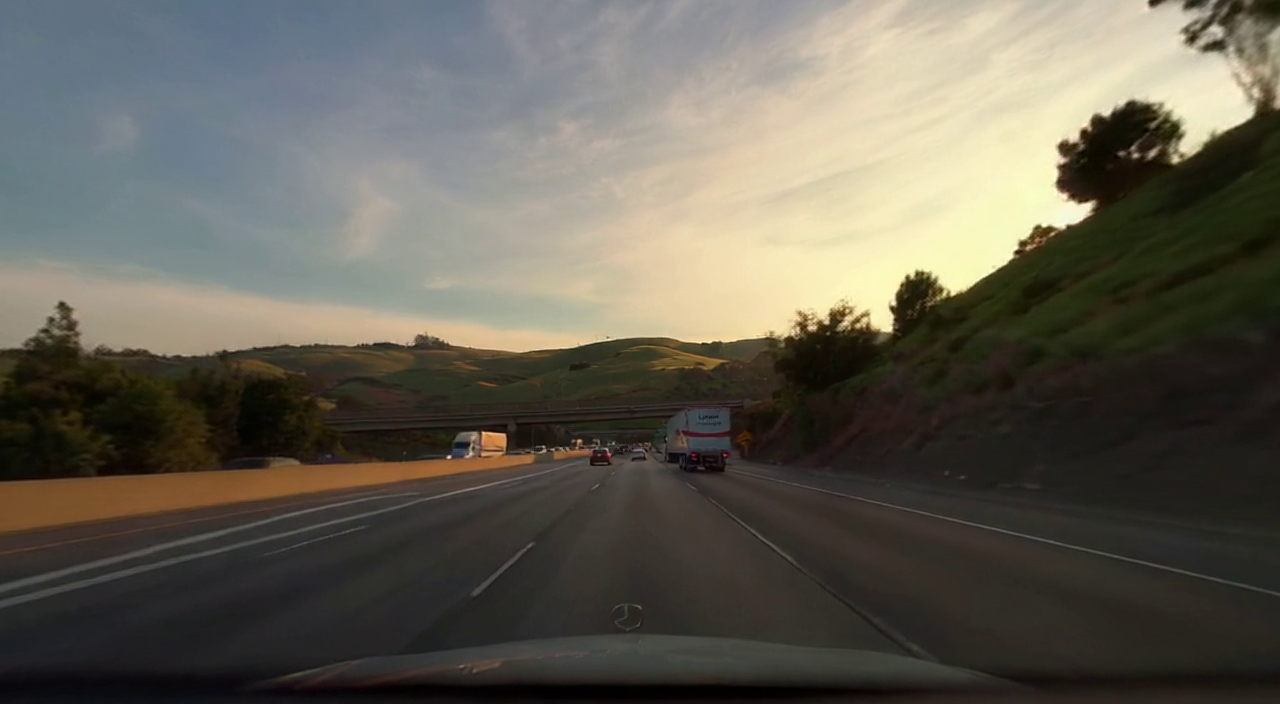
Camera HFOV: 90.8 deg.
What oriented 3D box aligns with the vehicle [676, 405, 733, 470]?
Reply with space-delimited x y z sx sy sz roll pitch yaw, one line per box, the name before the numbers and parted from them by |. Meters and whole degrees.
vehicle | 4.211 5.930 43.185 2.885 3.992 8.526 0 -9 0
